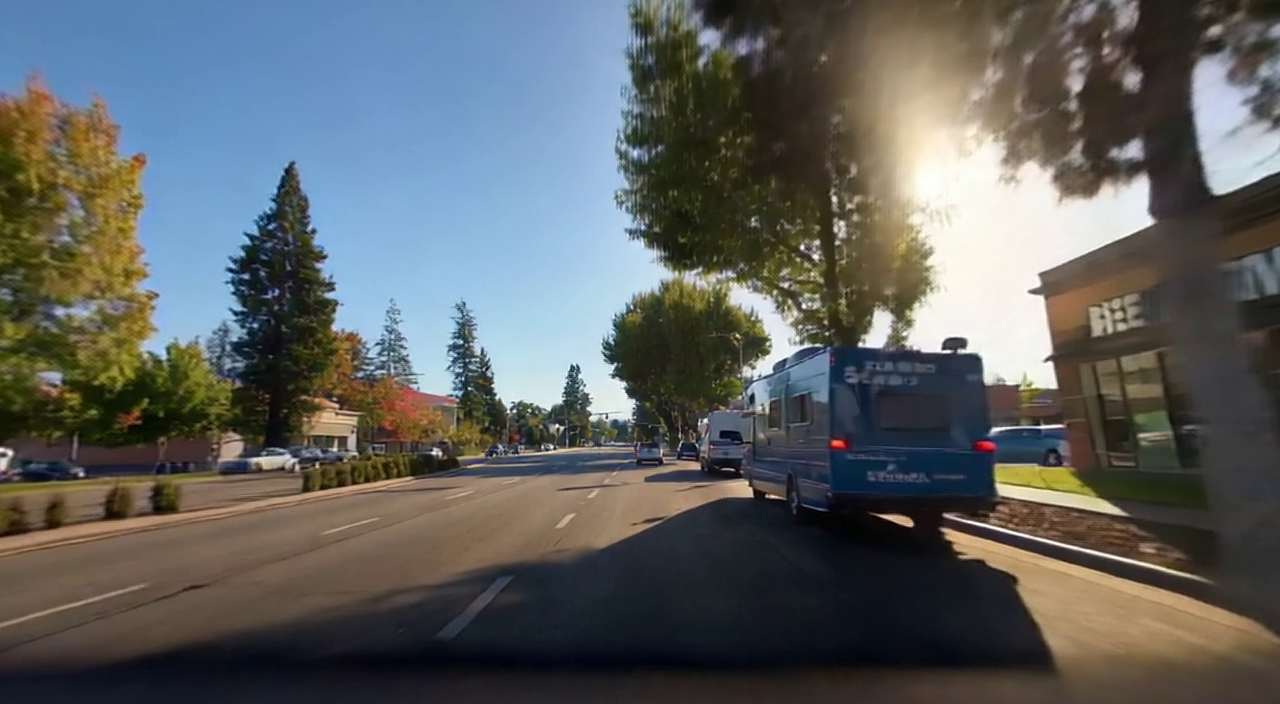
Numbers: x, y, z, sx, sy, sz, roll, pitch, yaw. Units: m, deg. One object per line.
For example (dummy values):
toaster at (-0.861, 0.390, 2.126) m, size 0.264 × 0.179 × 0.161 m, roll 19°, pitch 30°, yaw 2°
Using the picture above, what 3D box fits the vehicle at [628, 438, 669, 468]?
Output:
vehicle at (0.430, 5.527, 34.841) m, size 2.103 × 1.506 × 4.742 m, roll 0°, pitch -8°, yaw 0°

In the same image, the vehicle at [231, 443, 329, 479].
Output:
vehicle at (-17.335, 5.253, 30.719) m, size 2.067 × 1.578 × 4.457 m, roll 0°, pitch -9°, yaw 1°

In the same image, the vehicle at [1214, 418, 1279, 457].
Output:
vehicle at (25.987, 3.537, 26.007) m, size 4.328 × 1.475 × 1.918 m, roll 4°, pitch -10°, yaw -27°

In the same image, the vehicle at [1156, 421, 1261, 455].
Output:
vehicle at (26.163, 3.960, 29.059) m, size 4.362 × 1.481 × 1.766 m, roll 3°, pitch -9°, yaw -23°

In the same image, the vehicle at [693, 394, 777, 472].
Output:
vehicle at (4.321, 4.032, 30.592) m, size 2.924 × 3.250 × 7.780 m, roll -1°, pitch -9°, yaw 1°

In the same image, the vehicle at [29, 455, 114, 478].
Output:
vehicle at (-39.314, 7.918, 43.845) m, size 1.756 × 1.470 × 4.454 m, roll 0°, pitch -9°, yaw -1°

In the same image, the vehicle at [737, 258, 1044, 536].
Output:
vehicle at (4.111, 1.194, 13.094) m, size 2.896 × 3.921 × 8.415 m, roll 0°, pitch -9°, yaw 1°
